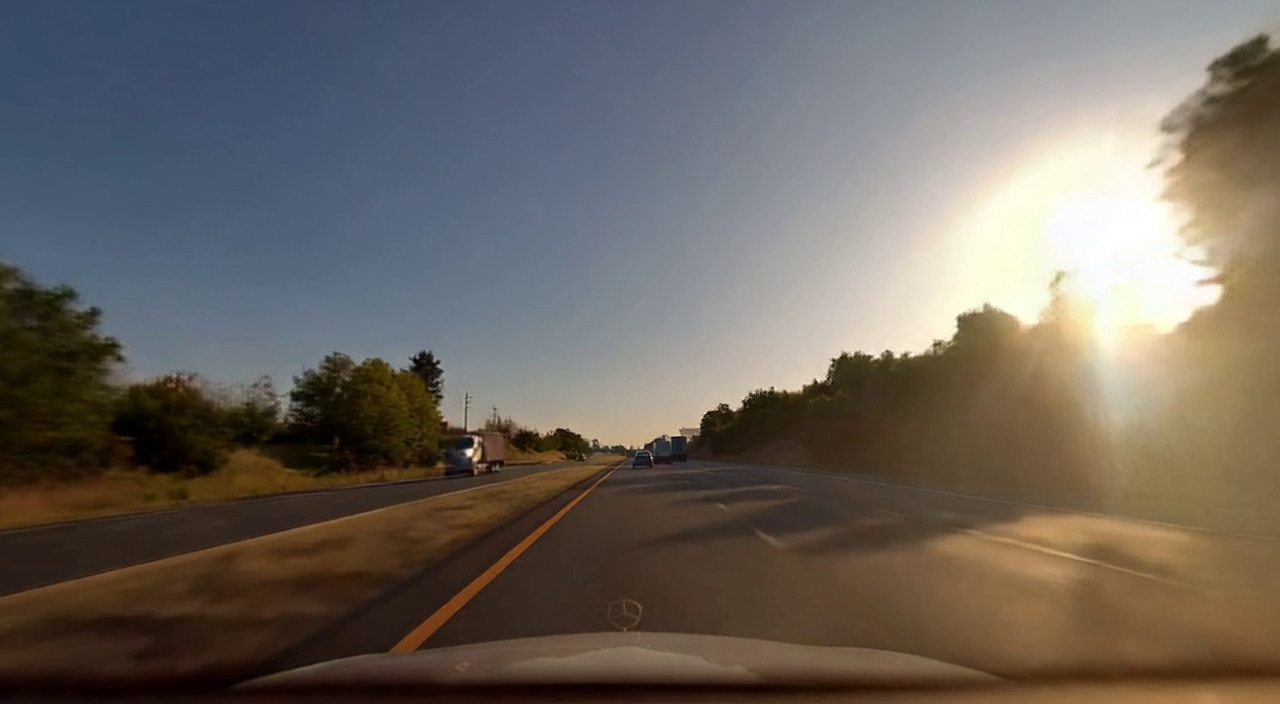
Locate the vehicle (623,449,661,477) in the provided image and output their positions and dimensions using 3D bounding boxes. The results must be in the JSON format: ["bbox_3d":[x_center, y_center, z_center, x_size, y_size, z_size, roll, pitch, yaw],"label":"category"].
[{"bbox_3d":[0.091,6.292,35.776,2.083,1.473,3.923,0,-9,-1],"label":"vehicle"}]
